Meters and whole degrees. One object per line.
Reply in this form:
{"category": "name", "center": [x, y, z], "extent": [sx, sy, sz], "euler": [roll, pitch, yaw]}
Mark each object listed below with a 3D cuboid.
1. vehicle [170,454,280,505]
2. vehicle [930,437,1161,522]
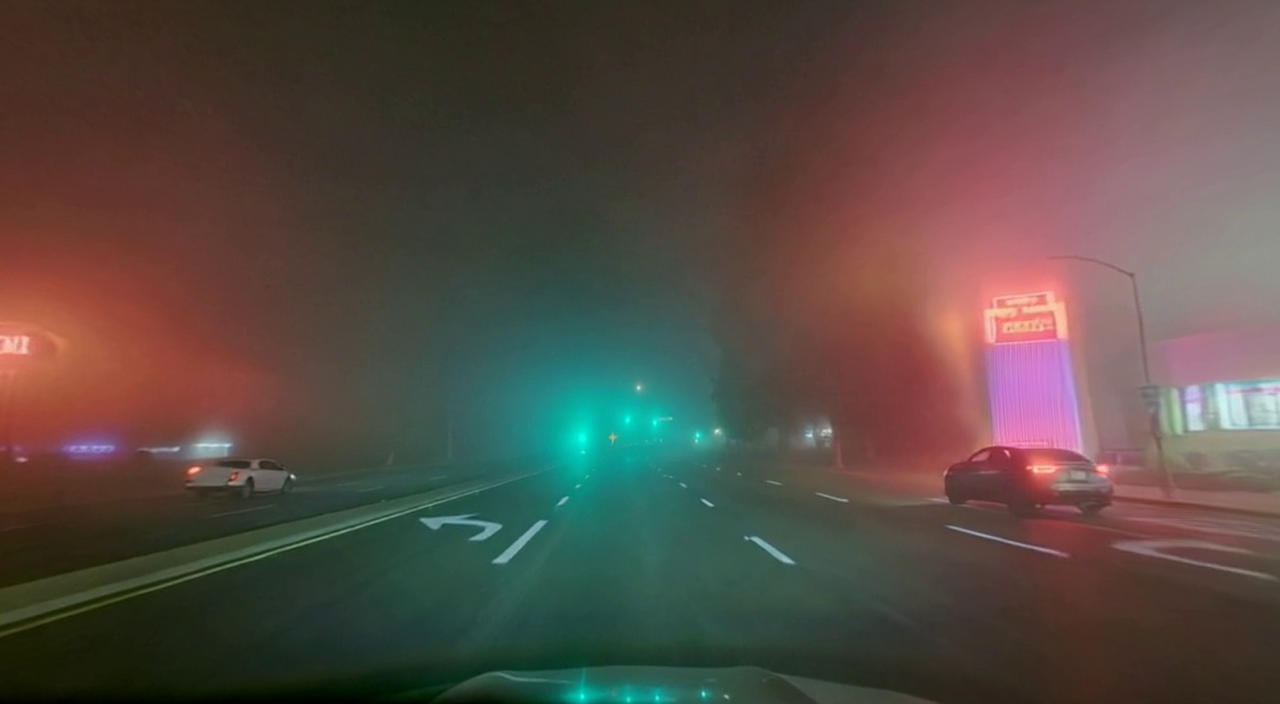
{"category": "vehicle", "center": [-14.420, 4.340, 21.872], "extent": [4.523, 1.494, 1.857], "euler": [-7, -11, 40]}
{"category": "vehicle", "center": [8.074, 2.550, 13.211], "extent": [1.936, 1.460, 4.258], "euler": [0, -8, -1]}
